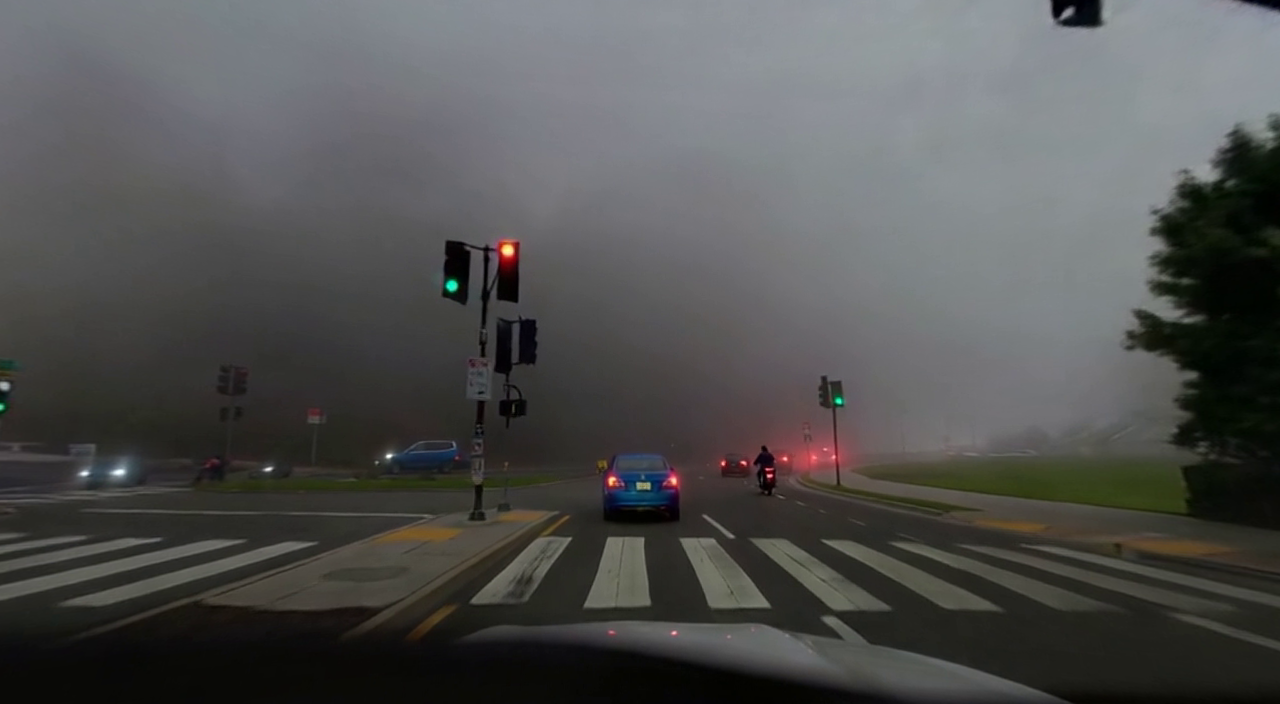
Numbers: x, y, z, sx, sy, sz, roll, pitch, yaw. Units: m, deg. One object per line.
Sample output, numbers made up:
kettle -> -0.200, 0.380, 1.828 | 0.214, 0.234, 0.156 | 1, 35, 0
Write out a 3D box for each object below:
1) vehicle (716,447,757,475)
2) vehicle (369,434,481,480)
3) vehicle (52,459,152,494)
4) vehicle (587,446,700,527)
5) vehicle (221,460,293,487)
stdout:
vehicle -> 6.646, 7.348, 42.836 | 2.212, 1.790, 4.768 | -3, -9, 15
vehicle -> -14.062, 6.923, 41.925 | 2.287, 2.780, 7.166 | -6, -10, 31
vehicle -> -22.560, 5.206, 26.509 | 1.433, 1.269, 2.779 | -5, -9, 26
vehicle -> 0.010, 2.826, 13.847 | 2.118, 1.480, 3.949 | 0, -9, -1
vehicle -> -19.246, 6.090, 31.759 | 1.259, 1.181, 2.744 | -6, -10, 30
